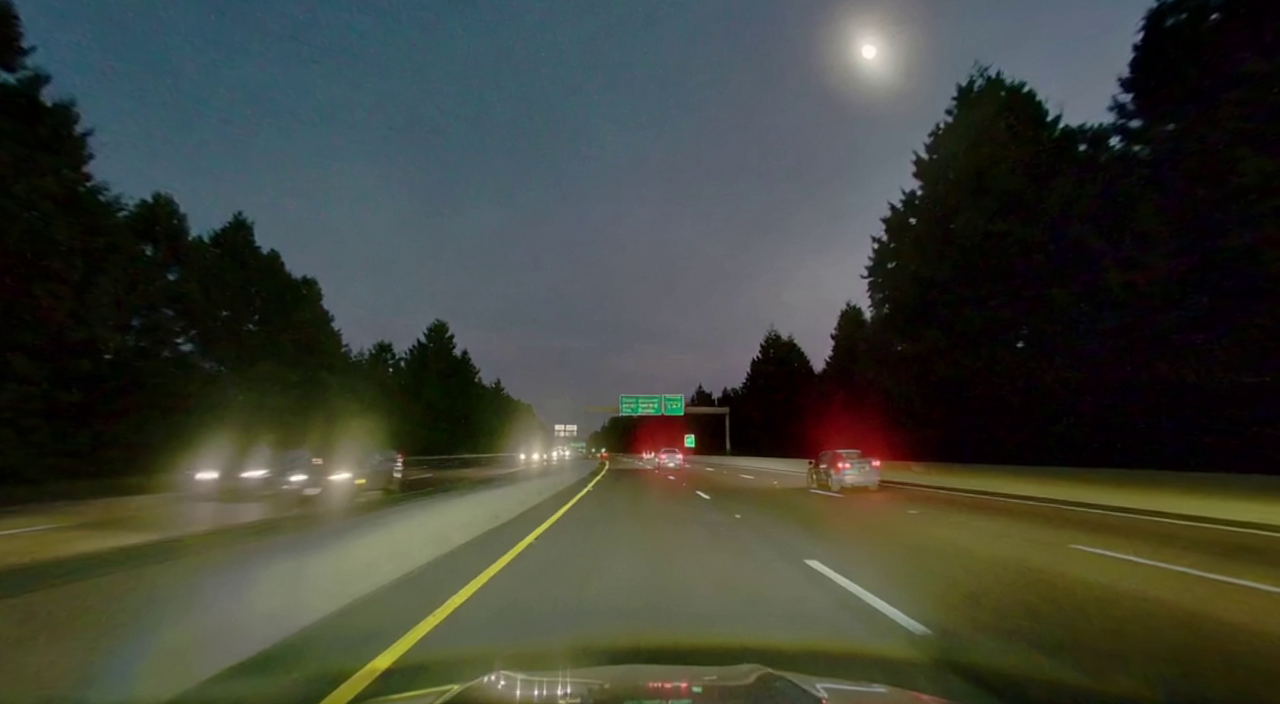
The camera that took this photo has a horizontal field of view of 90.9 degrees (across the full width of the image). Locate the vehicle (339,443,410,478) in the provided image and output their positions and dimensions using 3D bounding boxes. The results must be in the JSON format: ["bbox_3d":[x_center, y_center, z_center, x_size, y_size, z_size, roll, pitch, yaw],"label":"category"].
[{"bbox_3d":[-14.293,5.847,34.194,1.937,1.727,4.410,0,-9,-1],"label":"vehicle"}]

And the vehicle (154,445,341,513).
[{"bbox_3d":[-10.009,3.224,16.634,1.998,1.518,4.603,0,-9,0],"label":"vehicle"}]

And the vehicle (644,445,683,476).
[{"bbox_3d":[1.239,5.964,34.848,2.011,1.590,3.607,0,-9,0],"label":"vehicle"}]
